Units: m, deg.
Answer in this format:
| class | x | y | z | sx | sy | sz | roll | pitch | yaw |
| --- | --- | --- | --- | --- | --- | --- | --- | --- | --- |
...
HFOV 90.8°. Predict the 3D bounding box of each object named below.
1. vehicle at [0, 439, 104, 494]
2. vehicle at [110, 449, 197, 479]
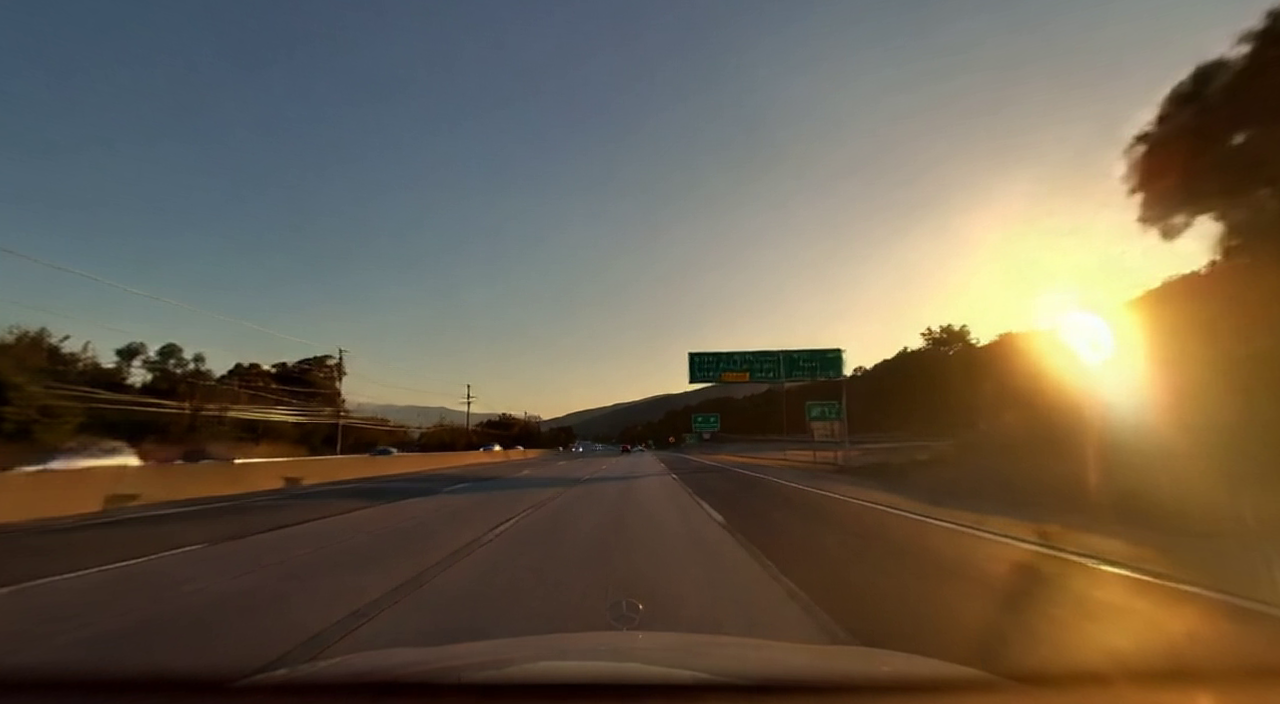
| class | x | y | z | sx | sy | sz | roll | pitch | yaw |
| --- | --- | --- | --- | --- | --- | --- | --- | --- | --- |
| vehicle | -21.687 | 3.897 | 21.712 | 2.046 | 1.730 | 4.975 | 0 | -9 | 0 |
| vehicle | -25.009 | 5.743 | 32.618 | 1.673 | 1.470 | 3.484 | 0 | -8 | 0 |
